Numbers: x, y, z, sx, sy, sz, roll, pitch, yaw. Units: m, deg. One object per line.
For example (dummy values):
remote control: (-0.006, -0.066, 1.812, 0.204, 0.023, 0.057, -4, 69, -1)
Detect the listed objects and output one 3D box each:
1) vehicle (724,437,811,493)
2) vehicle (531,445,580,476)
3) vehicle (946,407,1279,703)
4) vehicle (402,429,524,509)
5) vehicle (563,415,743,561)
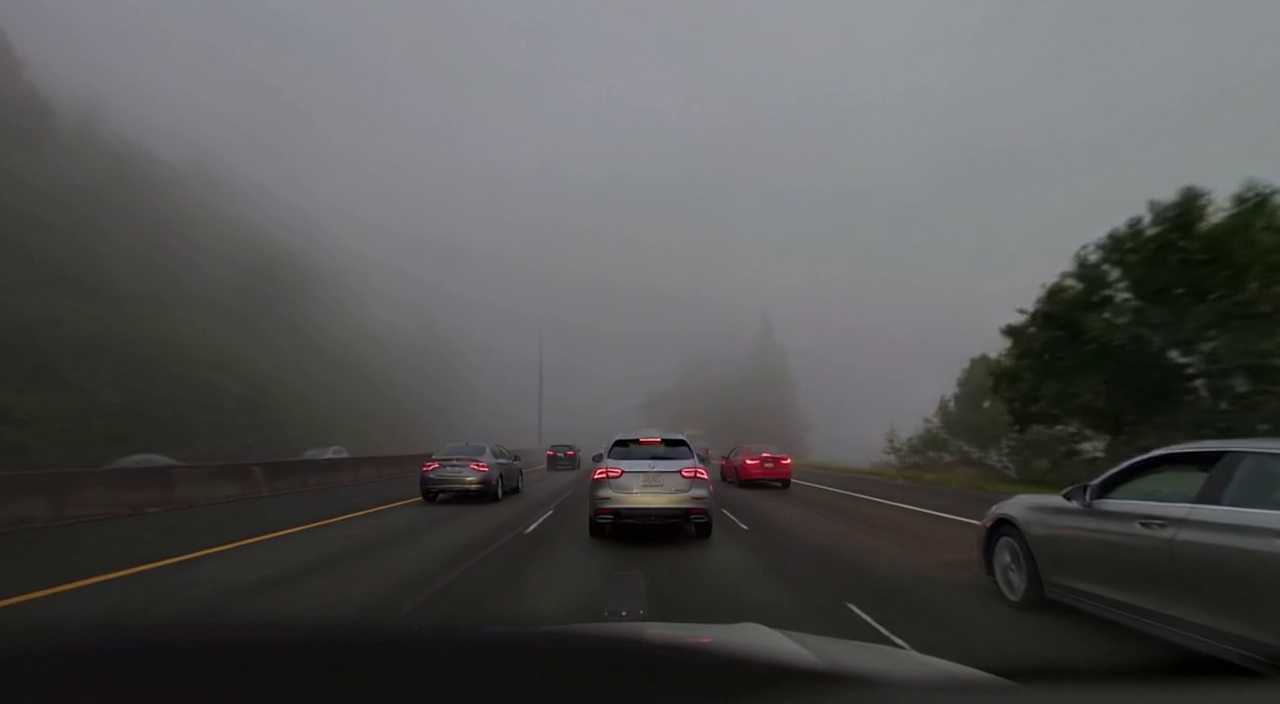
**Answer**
vehicle: (3.952, 3.571, 20.219, 1.905, 1.590, 3.746, 0, -9, -2)
vehicle: (-4.196, 5.457, 31.847, 1.910, 1.468, 3.781, 0, -9, 1)
vehicle: (3.680, 1.039, 3.198, 1.953, 1.434, 4.511, 0, -9, 0)
vehicle: (-4.213, 2.856, 15.699, 1.890, 1.708, 3.844, 0, -9, 0)
vehicle: (0.137, 1.897, 9.357, 2.093, 1.695, 3.782, 0, -9, 0)
